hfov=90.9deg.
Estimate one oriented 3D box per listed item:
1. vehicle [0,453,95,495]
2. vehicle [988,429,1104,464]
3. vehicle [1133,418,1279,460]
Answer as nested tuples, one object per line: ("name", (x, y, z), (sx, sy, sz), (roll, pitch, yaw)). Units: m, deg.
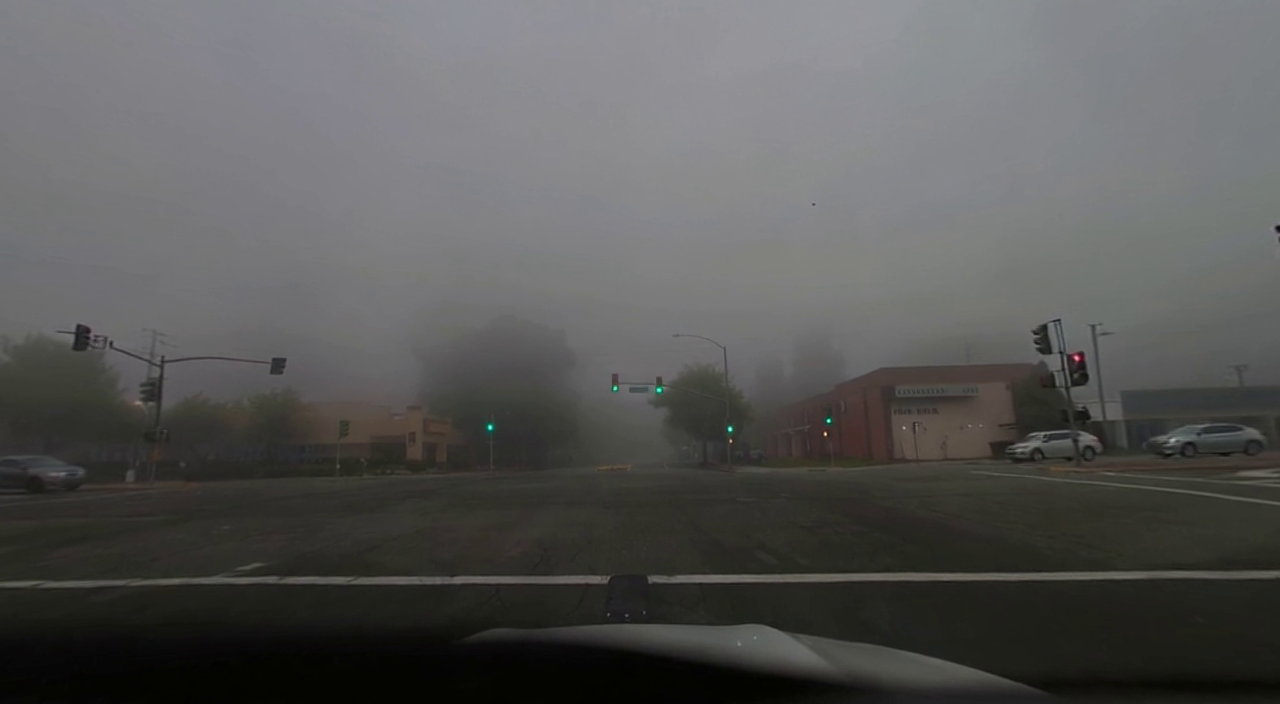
("vehicle", (-25.231, 4.928, 25.668), (4.332, 1.573, 1.900), (0, -8, 3))
("vehicle", (20.441, 4.765, 31.866), (4.483, 1.691, 1.949), (0, -8, 1))
("vehicle", (22.895, 3.518, 25.421), (4.288, 1.600, 1.927), (0, -8, 1))
